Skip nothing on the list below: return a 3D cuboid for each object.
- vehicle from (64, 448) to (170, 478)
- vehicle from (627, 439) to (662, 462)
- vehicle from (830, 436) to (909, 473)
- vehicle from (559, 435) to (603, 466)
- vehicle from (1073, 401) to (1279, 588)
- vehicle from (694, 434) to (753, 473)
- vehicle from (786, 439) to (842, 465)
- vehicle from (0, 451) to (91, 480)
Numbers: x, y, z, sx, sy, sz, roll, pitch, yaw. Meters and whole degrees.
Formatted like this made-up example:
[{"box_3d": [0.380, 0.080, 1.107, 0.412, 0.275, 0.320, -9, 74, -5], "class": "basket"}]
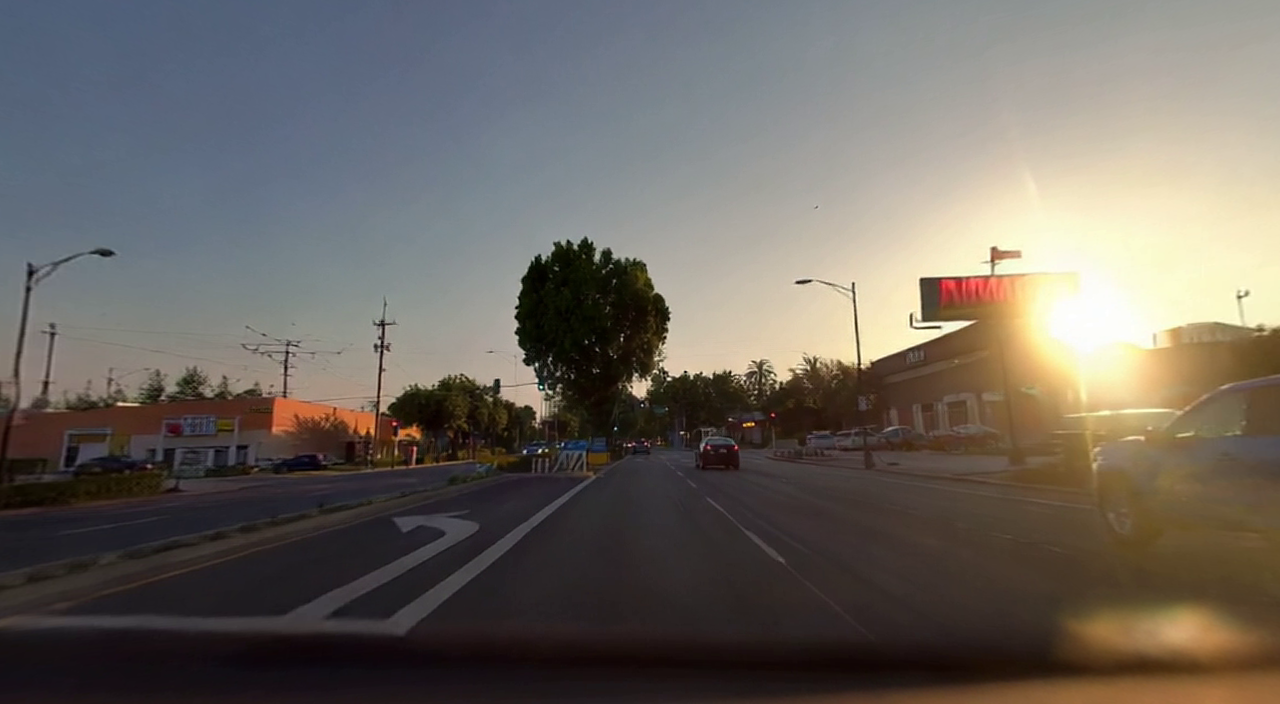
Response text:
[{"box_3d": [-35.654, 7.533, 43.169, 5.329, 1.893, 2.122, 8, -11, -42], "class": "vehicle"}, {"box_3d": [0.280, 6.574, 42.289, 2.258, 1.468, 4.076, 0, -8, 0], "class": "vehicle"}, {"box_3d": [10.557, 4.735, 29.397, 1.965, 1.573, 4.308, 0, -8, -1], "class": "vehicle"}, {"box_3d": [-3.409, 5.823, 37.446, 2.117, 1.751, 4.478, 0, -8, 0], "class": "vehicle"}, {"box_3d": [6.628, 1.212, 5.321, 2.140, 1.606, 5.437, 0, -8, 0], "class": "vehicle"}, {"box_3d": [3.506, 4.378, 27.395, 1.889, 1.541, 4.303, 0, -8, -1], "class": "vehicle"}, {"box_3d": [10.540, 6.097, 38.720, 1.957, 1.500, 4.816, 0, -8, -2], "class": "vehicle"}, {"box_3d": [-40.239, 7.632, 42.768, 1.879, 1.747, 4.268, -7, -11, 40], "class": "vehicle"}]
